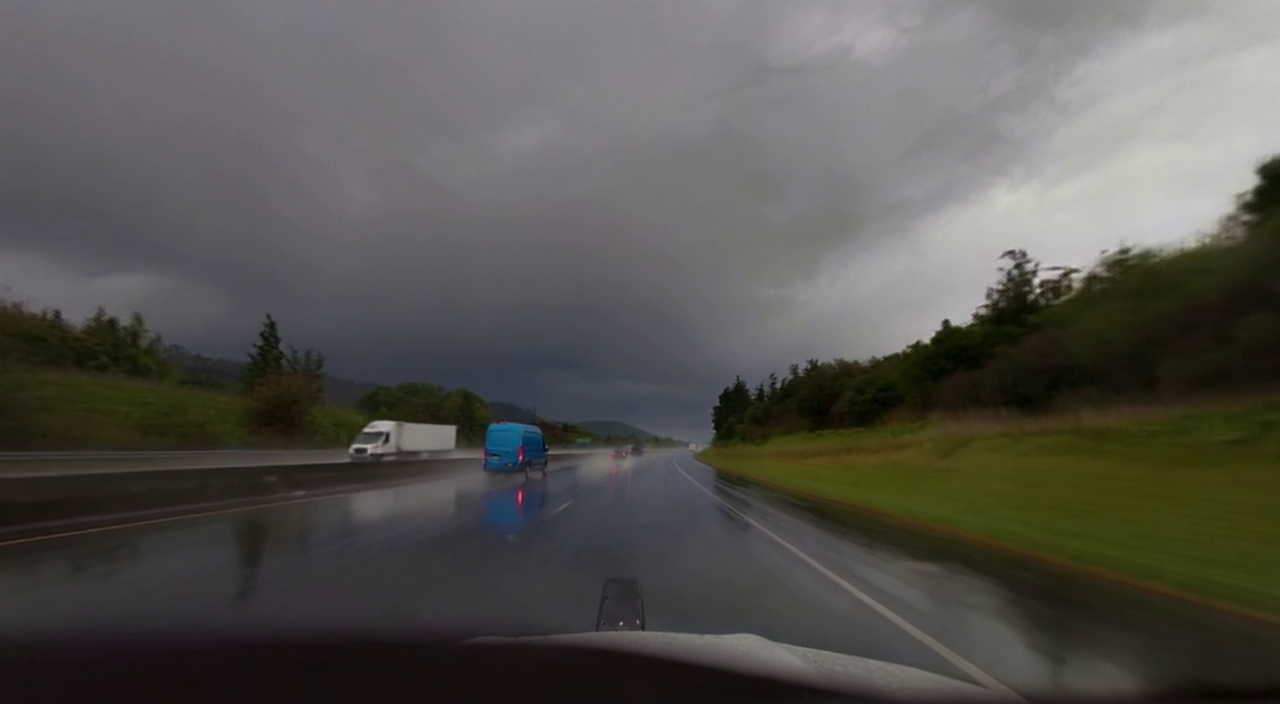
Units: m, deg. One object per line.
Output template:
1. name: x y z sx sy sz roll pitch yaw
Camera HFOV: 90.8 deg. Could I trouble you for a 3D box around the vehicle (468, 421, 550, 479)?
1. vehicle: -6.105 4.721 30.362 2.449 2.471 6.130 -1 -9 2
